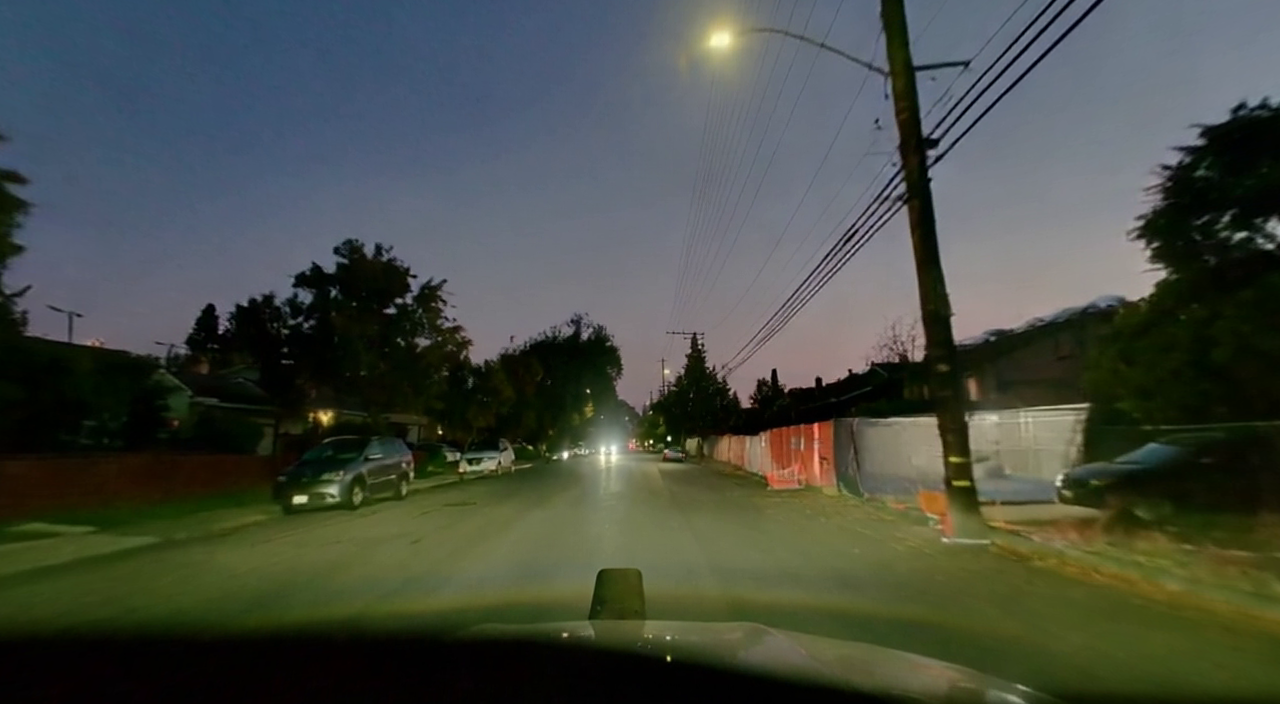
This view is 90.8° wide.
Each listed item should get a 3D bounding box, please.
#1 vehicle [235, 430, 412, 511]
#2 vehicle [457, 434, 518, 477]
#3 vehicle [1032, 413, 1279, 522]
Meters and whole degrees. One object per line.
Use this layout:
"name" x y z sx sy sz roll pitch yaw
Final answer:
"vehicle" -7.703 2.912 16.044 2.019 1.723 4.650 0 -9 1
"vehicle" -6.836 4.707 28.706 1.932 1.743 4.079 -2 -9 -2
"vehicle" 9.916 1.930 10.810 4.954 1.670 2.052 0 -9 2
